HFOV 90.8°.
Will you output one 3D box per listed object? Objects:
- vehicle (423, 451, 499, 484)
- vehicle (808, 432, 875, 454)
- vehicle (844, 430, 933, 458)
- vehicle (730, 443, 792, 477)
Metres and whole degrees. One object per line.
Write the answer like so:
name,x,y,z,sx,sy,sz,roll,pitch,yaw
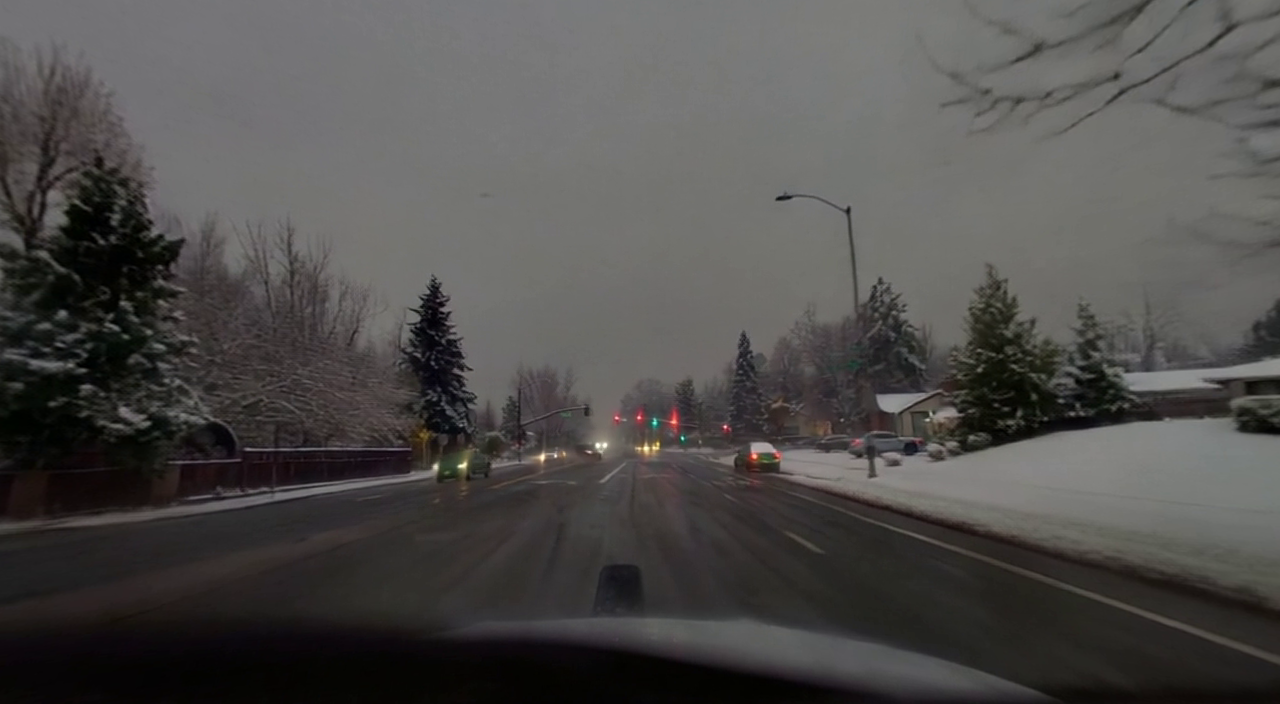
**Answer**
vehicle,-8.720,5.657,31.291,2.067,1.491,4.807,-1,-9,4
vehicle,14.531,6.592,45.737,4.210,1.474,1.799,-1,-8,2
vehicle,13.663,5.062,34.937,4.164,1.470,1.921,0,-7,3
vehicle,5.470,4.929,29.177,1.917,1.440,4.335,0,-9,-1
